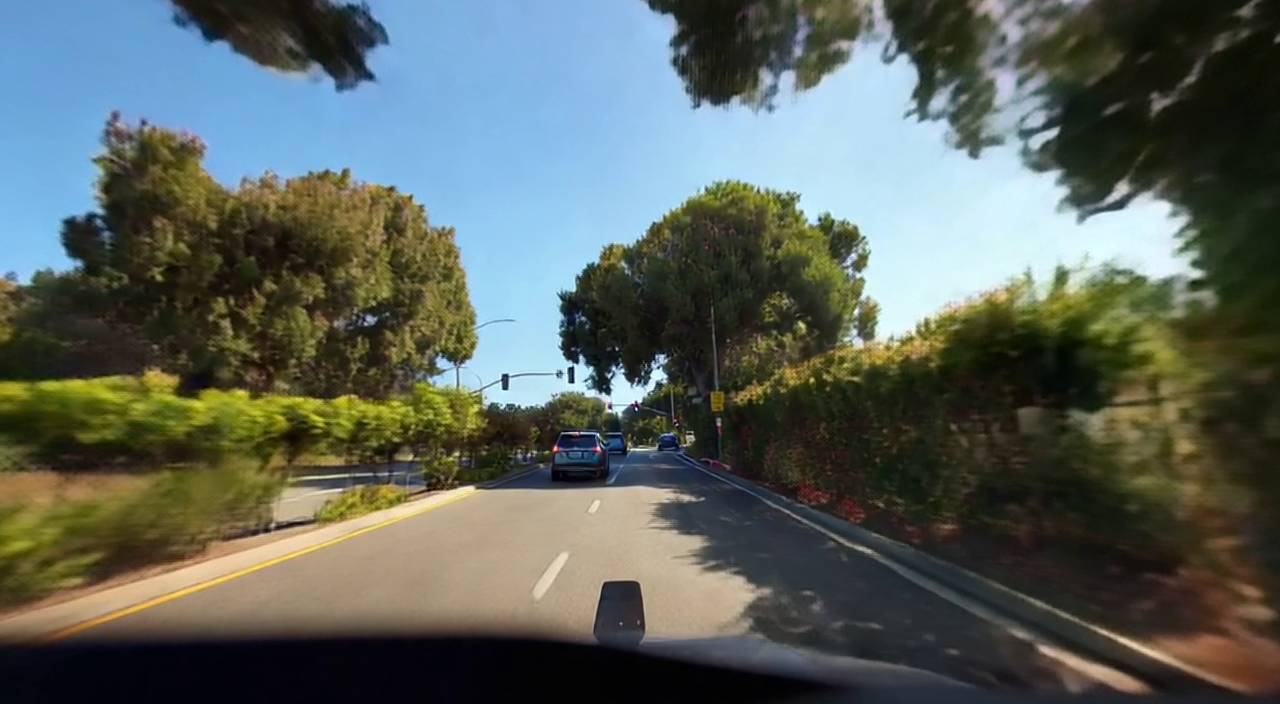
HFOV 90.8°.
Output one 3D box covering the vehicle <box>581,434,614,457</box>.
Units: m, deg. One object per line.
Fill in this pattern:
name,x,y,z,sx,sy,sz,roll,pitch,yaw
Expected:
vehicle,-2.930,6.616,44.650,1.979,1.492,3.930,0,-9,1
